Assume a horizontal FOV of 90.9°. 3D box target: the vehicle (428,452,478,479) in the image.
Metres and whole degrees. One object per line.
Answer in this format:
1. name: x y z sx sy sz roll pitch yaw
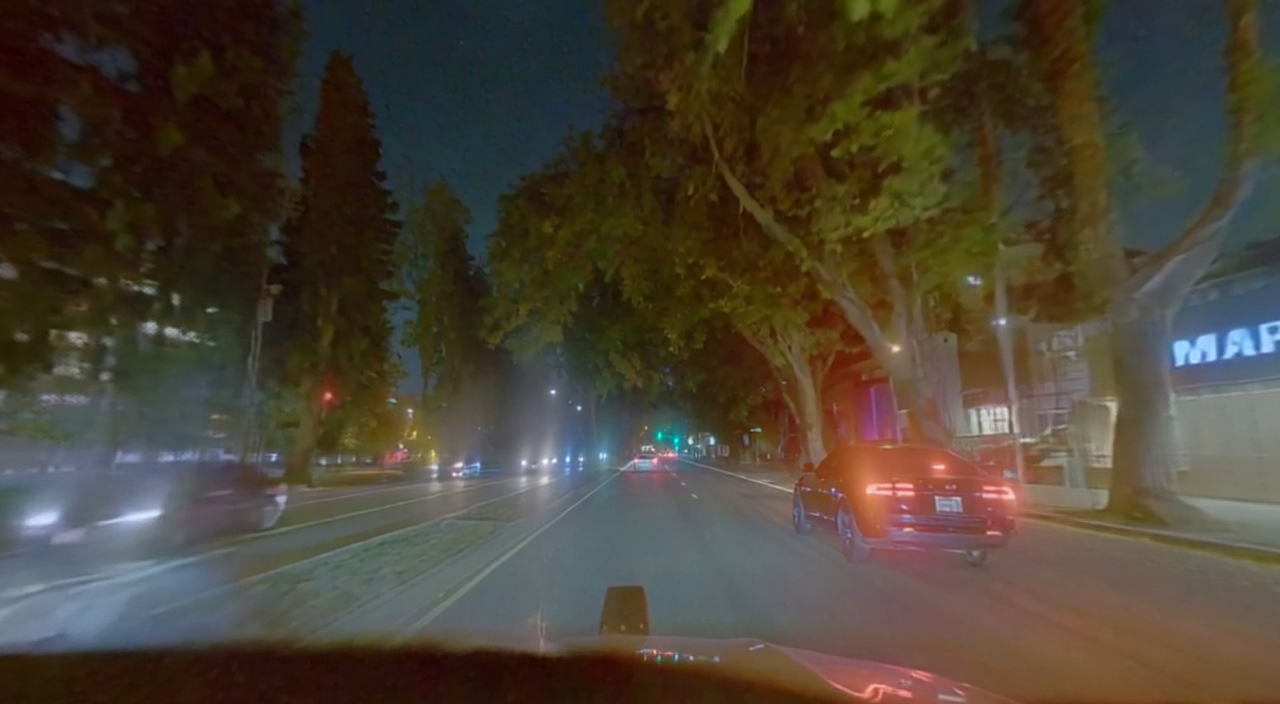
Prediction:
1. vehicle: -11.774 7.170 39.989 1.869 1.529 4.355 -2 -9 -1

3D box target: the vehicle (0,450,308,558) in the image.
1. vehicle: -8.168 2.531 11.299 1.958 1.487 4.451 -1 -9 1

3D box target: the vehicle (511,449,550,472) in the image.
1. vehicle: -8.106 8.073 47.123 2.013 1.637 4.479 -1 -9 2

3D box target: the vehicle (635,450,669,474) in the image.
1. vehicle: 0.693 6.666 38.400 1.945 1.343 3.827 -1 -9 0

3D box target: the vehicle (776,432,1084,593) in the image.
1. vehicle: 3.210 1.837 8.096 1.989 1.498 4.050 0 -9 0
